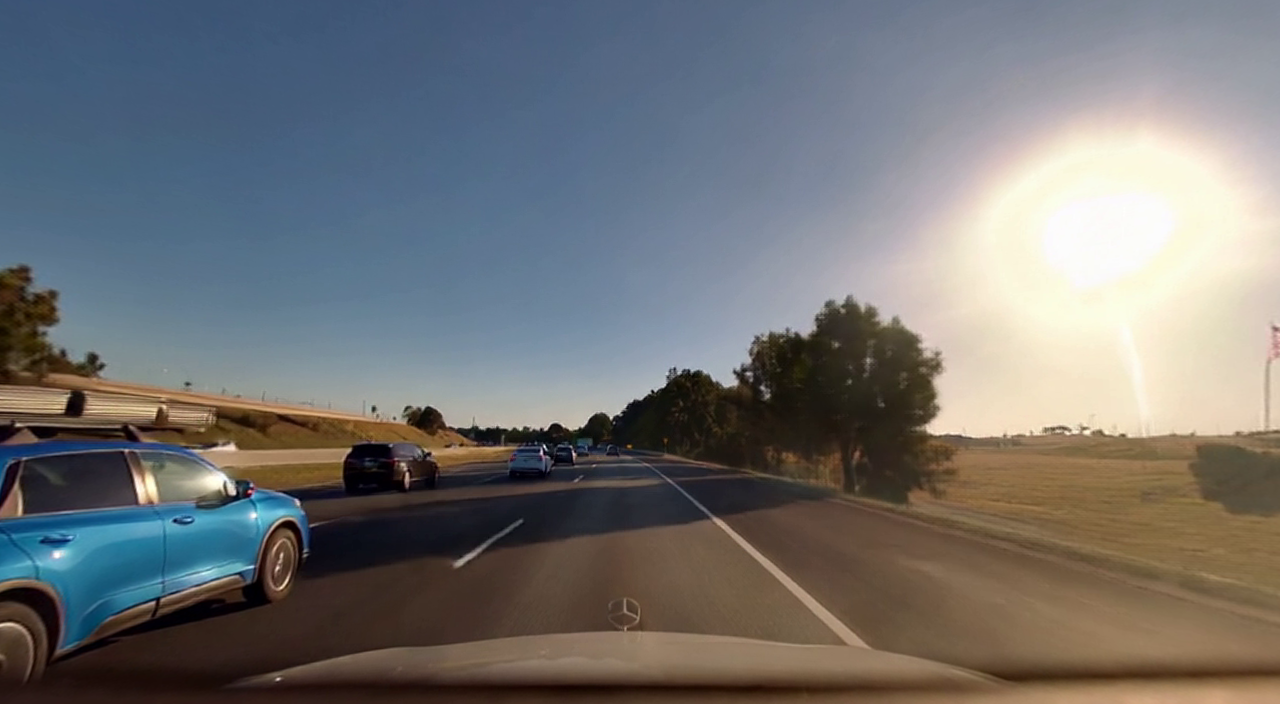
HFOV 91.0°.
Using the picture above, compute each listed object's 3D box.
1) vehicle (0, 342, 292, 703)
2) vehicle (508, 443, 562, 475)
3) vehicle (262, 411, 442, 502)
[{"bbox_3d":[-4.057,0.831,2.687,2.200,1.807,5.041,0,-9,1],"label":"vehicle"},{"bbox_3d":[-5.240,5.419,32.078,2.012,1.509,4.359,0,-9,0],"label":"vehicle"},{"bbox_3d":[-8.215,3.105,18.967,2.594,2.254,6.028,0,-9,-1],"label":"vehicle"}]
